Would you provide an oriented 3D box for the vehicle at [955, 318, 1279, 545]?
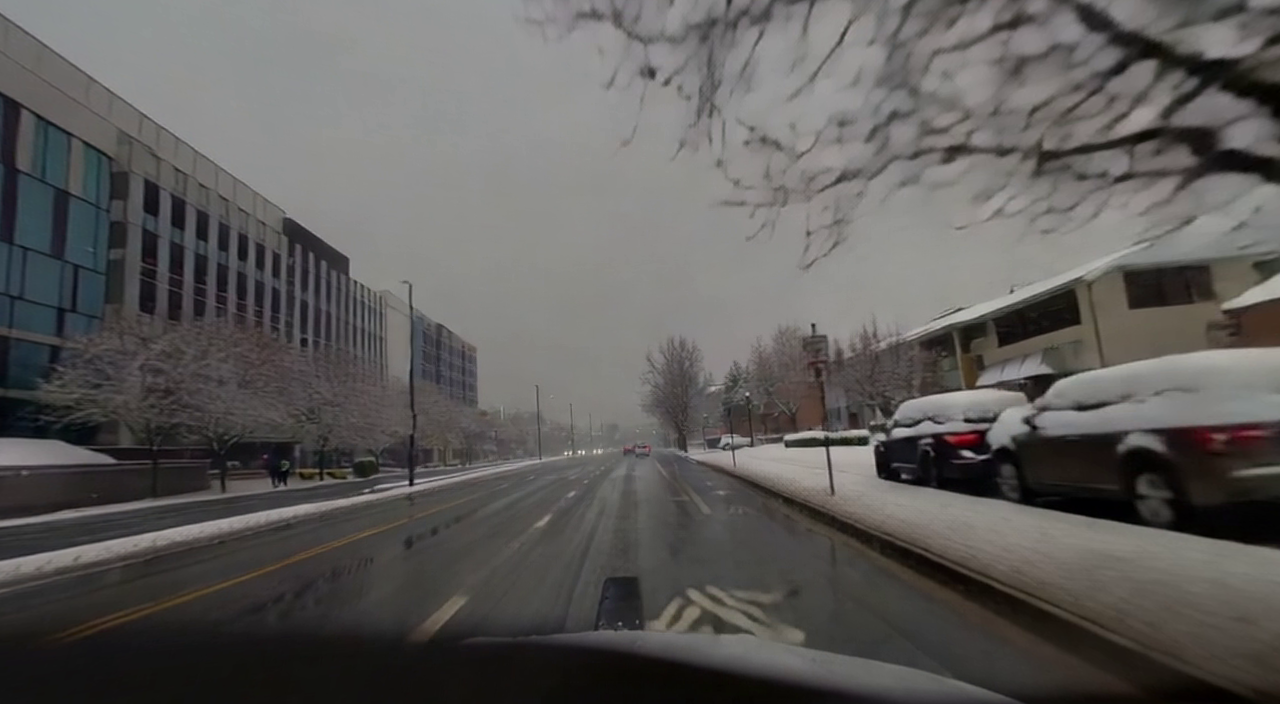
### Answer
[{"bbox_3d":[6.496,0.965,7.940,2.160,1.944,5.086,-6,-9,-2],"label":"vehicle"}]
